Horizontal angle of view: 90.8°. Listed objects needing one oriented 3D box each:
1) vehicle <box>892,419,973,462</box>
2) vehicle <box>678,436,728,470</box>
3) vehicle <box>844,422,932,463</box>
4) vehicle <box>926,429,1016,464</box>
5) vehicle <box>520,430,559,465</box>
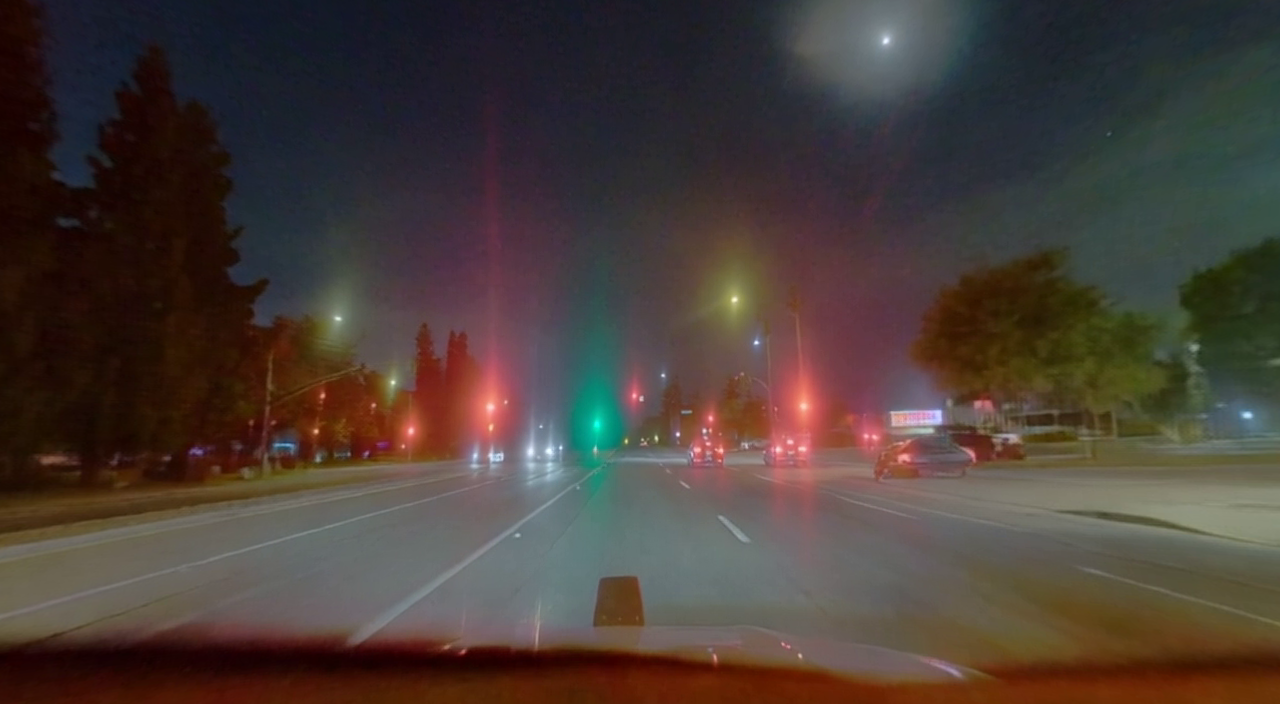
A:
[{"bbox_3d":[14.780,4.420,31.776,2.067,1.818,4.779,-11,-11,42],"label":"vehicle"},{"bbox_3d":[3.037,4.986,31.395,1.961,1.580,4.020,0,-8,-2],"label":"vehicle"},{"bbox_3d":[13.350,4.837,33.833,5.115,1.997,2.279,6,-11,-43],"label":"vehicle"},{"bbox_3d":[14.944,4.241,28.501,3.552,1.484,1.883,4,-9,-29],"label":"vehicle"},{"bbox_3d":[-6.463,6.089,40.524,2.270,2.068,5.517,1,-8,-10],"label":"vehicle"}]
